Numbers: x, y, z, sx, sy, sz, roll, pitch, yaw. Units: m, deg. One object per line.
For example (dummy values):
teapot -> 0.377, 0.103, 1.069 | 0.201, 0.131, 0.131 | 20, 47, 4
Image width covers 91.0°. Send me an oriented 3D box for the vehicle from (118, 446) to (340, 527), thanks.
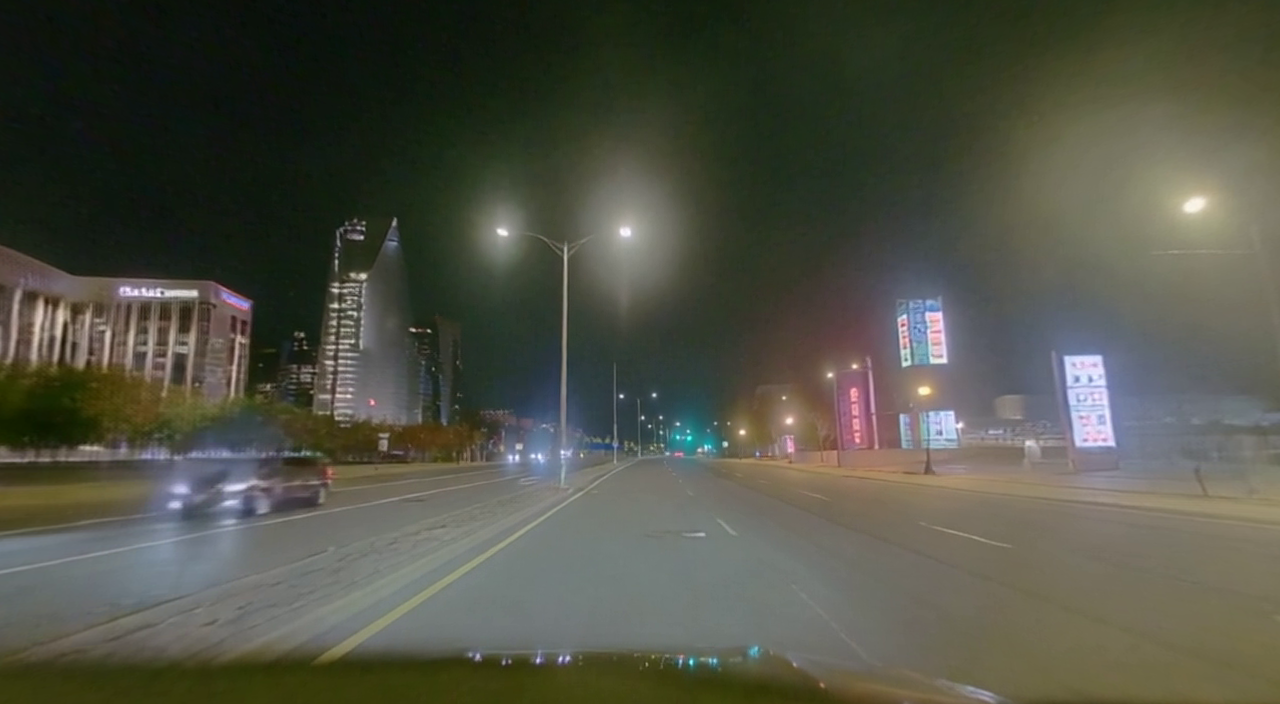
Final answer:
vehicle -> -8.642, 2.812, 13.841 | 1.866, 1.463, 4.378 | 0, -9, 1
